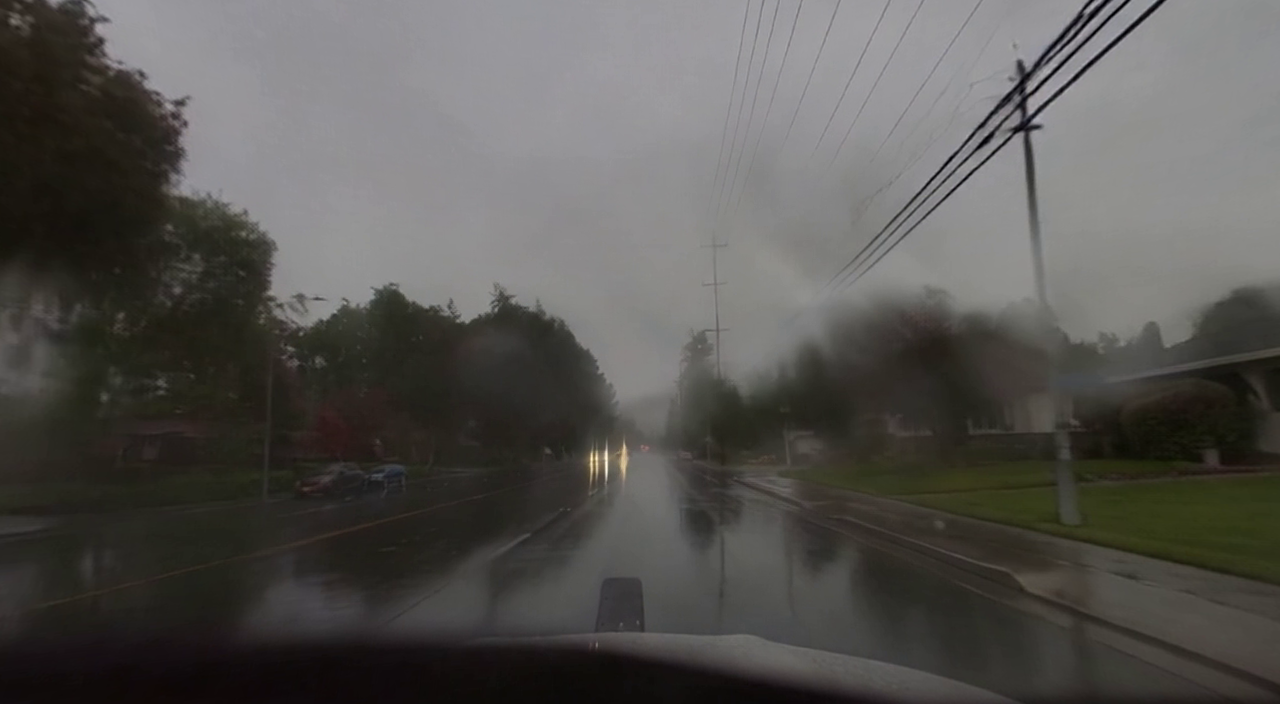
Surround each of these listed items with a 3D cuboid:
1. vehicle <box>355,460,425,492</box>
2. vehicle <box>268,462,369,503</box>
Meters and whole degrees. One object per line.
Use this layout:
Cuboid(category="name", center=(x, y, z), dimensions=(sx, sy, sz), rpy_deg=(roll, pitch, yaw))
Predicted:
Cuboid(category="vehicle", center=(-13.438, 6.700, 34.285), dimensions=(1.863, 1.481, 4.363), rpy_deg=(-3, -9, 3))
Cuboid(category="vehicle", center=(-13.712, 5.576, 27.296), dimensions=(1.936, 1.489, 4.311), rpy_deg=(-1, -8, 2))
